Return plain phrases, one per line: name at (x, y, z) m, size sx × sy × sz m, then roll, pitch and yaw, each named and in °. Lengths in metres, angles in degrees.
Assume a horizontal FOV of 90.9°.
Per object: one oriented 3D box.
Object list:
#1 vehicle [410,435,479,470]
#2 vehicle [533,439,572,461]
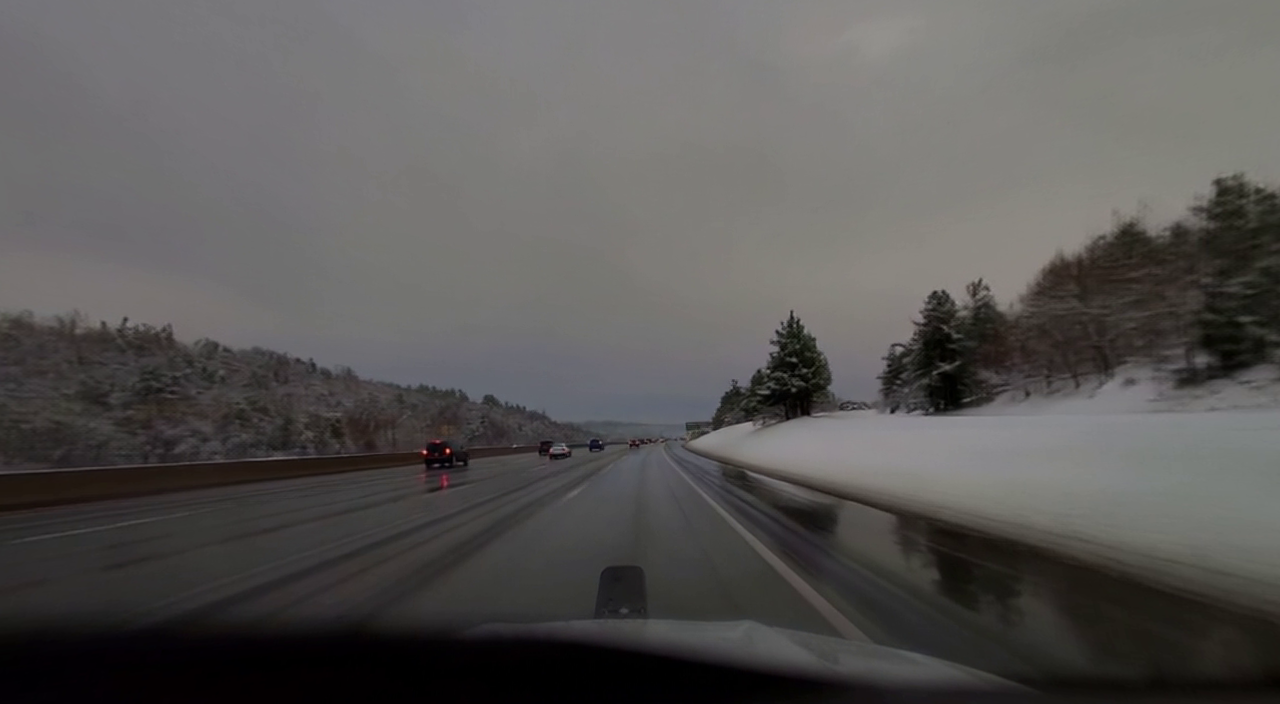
vehicle at (-10.381, 5.373, 33.869) m, size 2.122 × 1.695 × 4.437 m, roll 0°, pitch -9°, yaw 2°
vehicle at (-6.347, 7.162, 46.263) m, size 2.107 × 1.484 × 4.449 m, roll 0°, pitch -9°, yaw 2°
